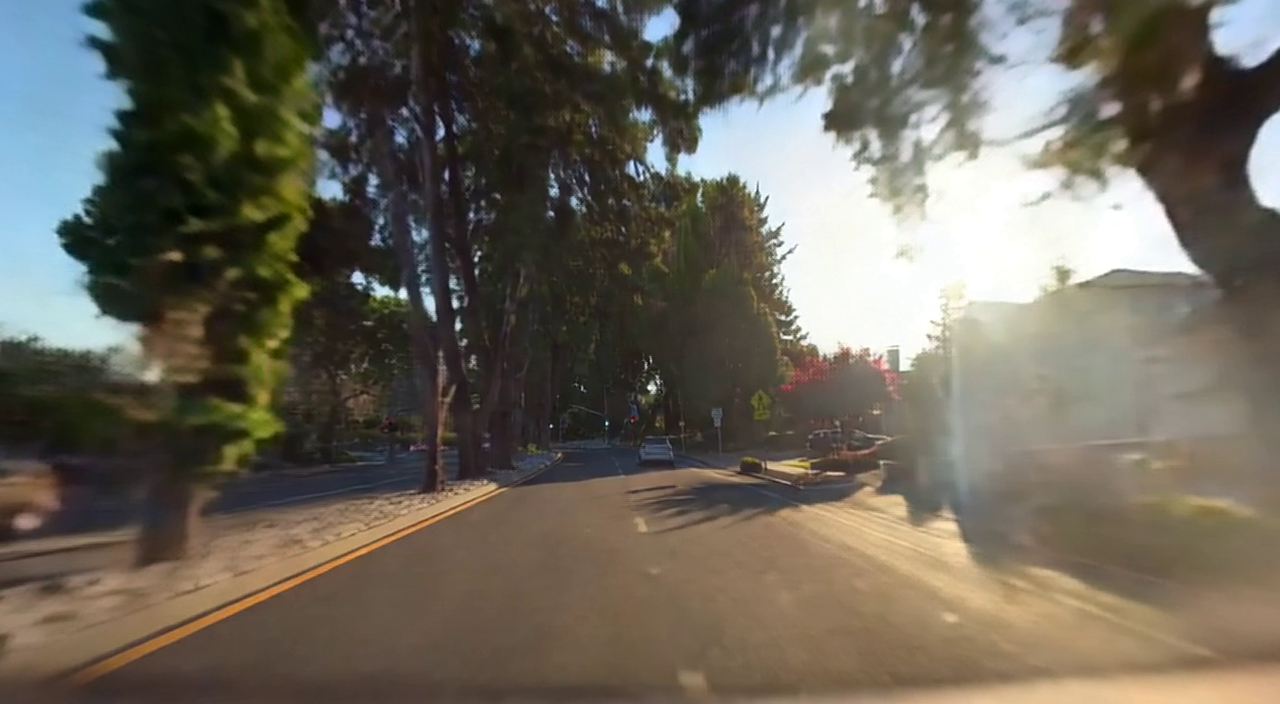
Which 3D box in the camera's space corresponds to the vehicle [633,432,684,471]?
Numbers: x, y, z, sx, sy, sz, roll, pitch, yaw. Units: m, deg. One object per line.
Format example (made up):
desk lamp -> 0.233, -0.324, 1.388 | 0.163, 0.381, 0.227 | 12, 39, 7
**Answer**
vehicle -> 0.801, 4.737, 30.272 | 1.990, 1.707, 4.225 | 0, -8, -5
